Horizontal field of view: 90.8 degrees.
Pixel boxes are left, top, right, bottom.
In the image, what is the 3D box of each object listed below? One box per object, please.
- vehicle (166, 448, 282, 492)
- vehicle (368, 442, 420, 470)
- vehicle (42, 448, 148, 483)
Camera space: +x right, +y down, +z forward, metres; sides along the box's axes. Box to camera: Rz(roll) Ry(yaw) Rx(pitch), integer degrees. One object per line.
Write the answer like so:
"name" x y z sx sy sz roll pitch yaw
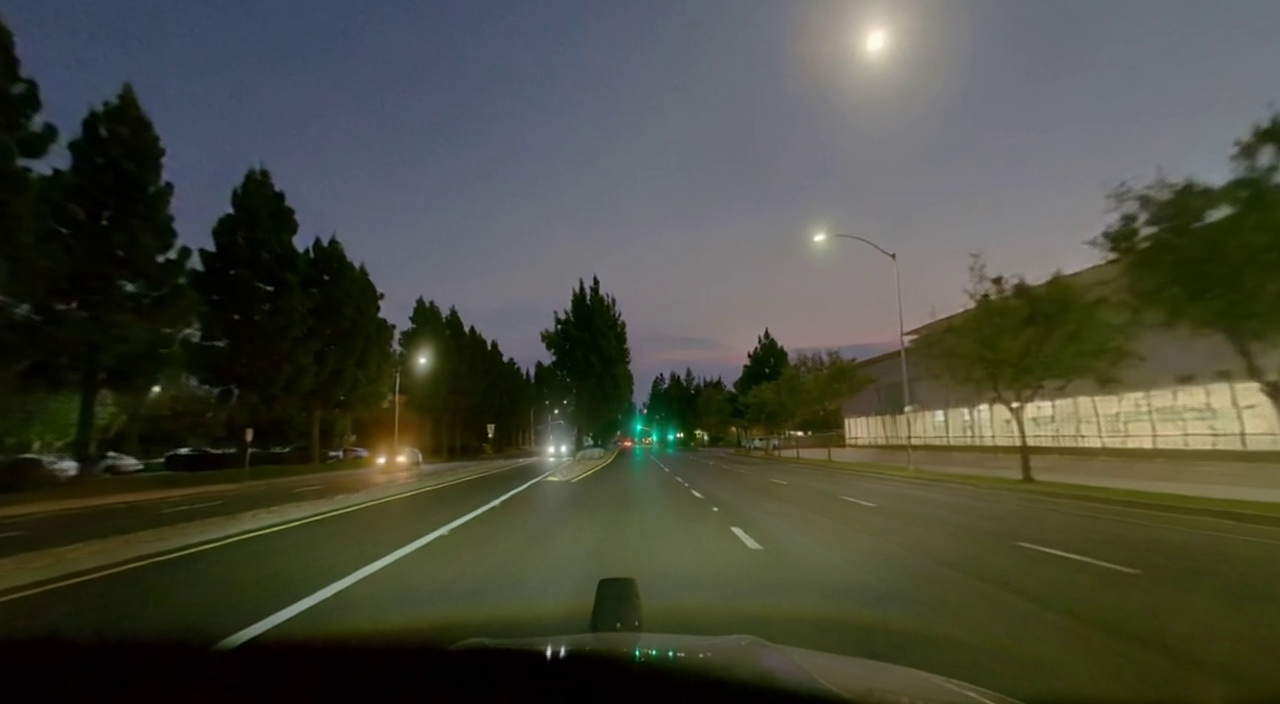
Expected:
"vehicle" -17.542 4.965 26.980 1.977 1.664 4.562 0 -8 -3
"vehicle" -18.704 7.925 48.293 2.178 1.947 5.078 -1 -8 -2
"vehicle" -31.009 6.422 36.149 2.126 1.801 4.563 0 -8 -3
